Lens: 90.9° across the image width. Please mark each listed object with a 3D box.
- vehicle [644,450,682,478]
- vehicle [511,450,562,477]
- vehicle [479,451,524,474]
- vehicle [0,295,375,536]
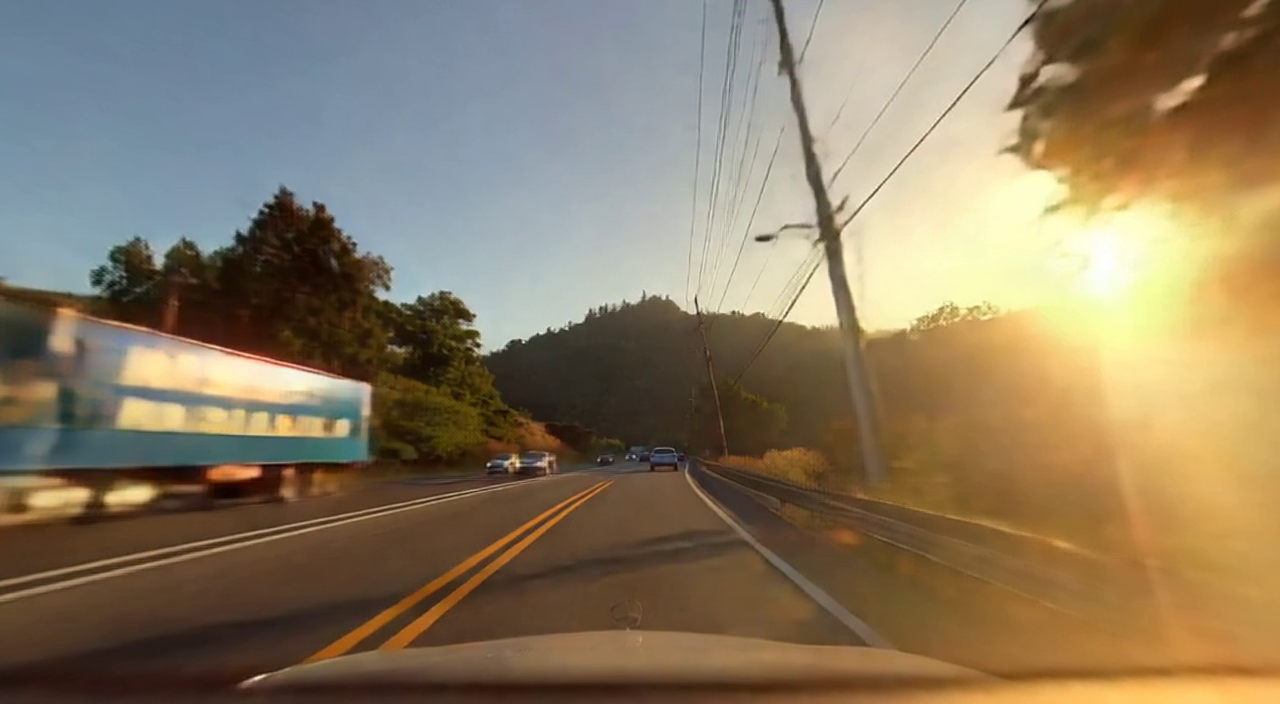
[{"bbox_3d":[1.348,6.517,36.859,2.080,1.486,3.813,0,-9,2],"label":"vehicle"},{"bbox_3d":[-5.987,6.509,36.958,2.034,1.492,4.319,-1,-9,3],"label":"vehicle"},{"bbox_3d":[-9.022,7.228,41.378,1.910,1.470,3.797,-1,-9,4],"label":"vehicle"},{"bbox_3d":[-10.668,1.825,15.371,3.005,3.782,10.956,-1,-9,3],"label":"vehicle"}]
